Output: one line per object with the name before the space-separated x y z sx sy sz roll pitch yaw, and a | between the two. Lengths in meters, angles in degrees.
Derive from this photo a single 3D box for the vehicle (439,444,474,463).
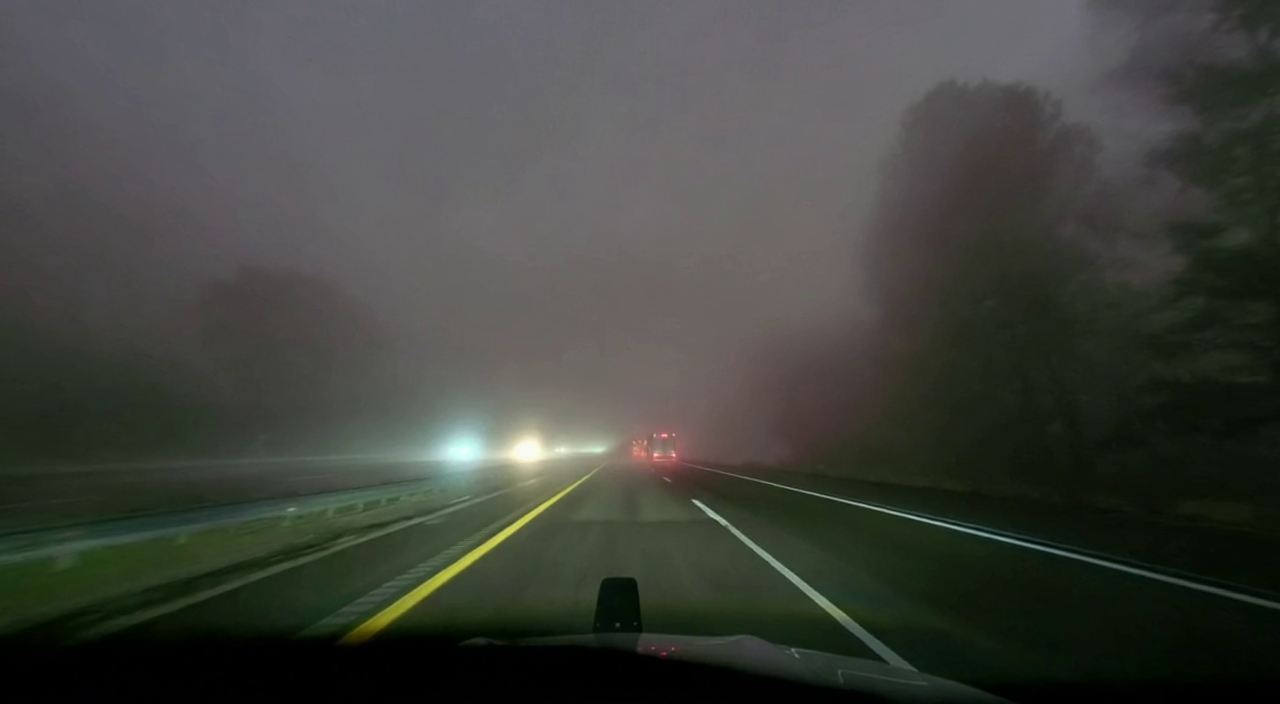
vehicle | -14.405 8.000 49.578 1.752 1.472 3.546 0 -9 -1
